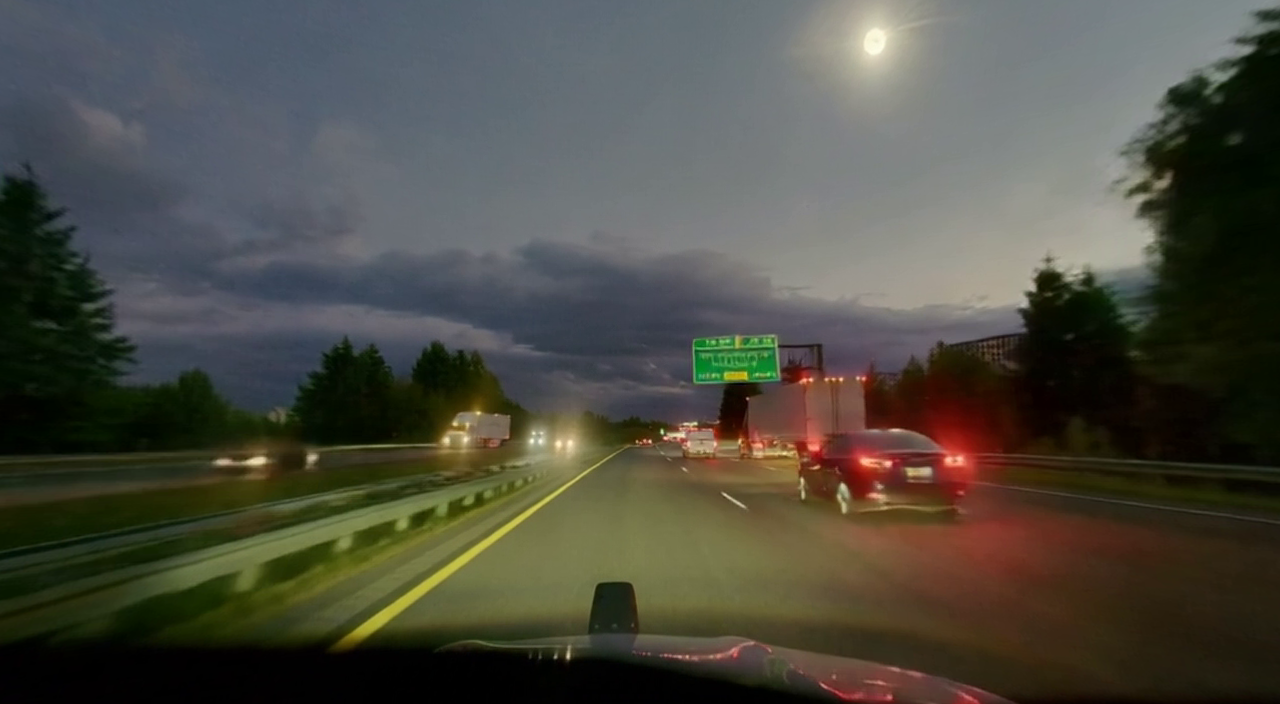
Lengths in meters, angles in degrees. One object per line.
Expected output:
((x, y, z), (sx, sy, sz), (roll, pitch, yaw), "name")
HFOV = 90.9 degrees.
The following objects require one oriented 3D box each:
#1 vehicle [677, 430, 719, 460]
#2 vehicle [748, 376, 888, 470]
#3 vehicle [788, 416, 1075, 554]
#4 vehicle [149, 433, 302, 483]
((3.424, 5.617, 38.088), (2.011, 1.672, 4.415), (0, -8, -2), "vehicle")
((9.062, 4.060, 34.856), (3.440, 4.093, 13.944), (0, -8, -1), "vehicle")
((3.793, 1.790, 9.332), (1.986, 1.501, 4.529), (0, -8, -2), "vehicle")
((-13.536, 3.459, 21.012), (1.889, 1.459, 4.751), (0, -8, 0), "vehicle")
